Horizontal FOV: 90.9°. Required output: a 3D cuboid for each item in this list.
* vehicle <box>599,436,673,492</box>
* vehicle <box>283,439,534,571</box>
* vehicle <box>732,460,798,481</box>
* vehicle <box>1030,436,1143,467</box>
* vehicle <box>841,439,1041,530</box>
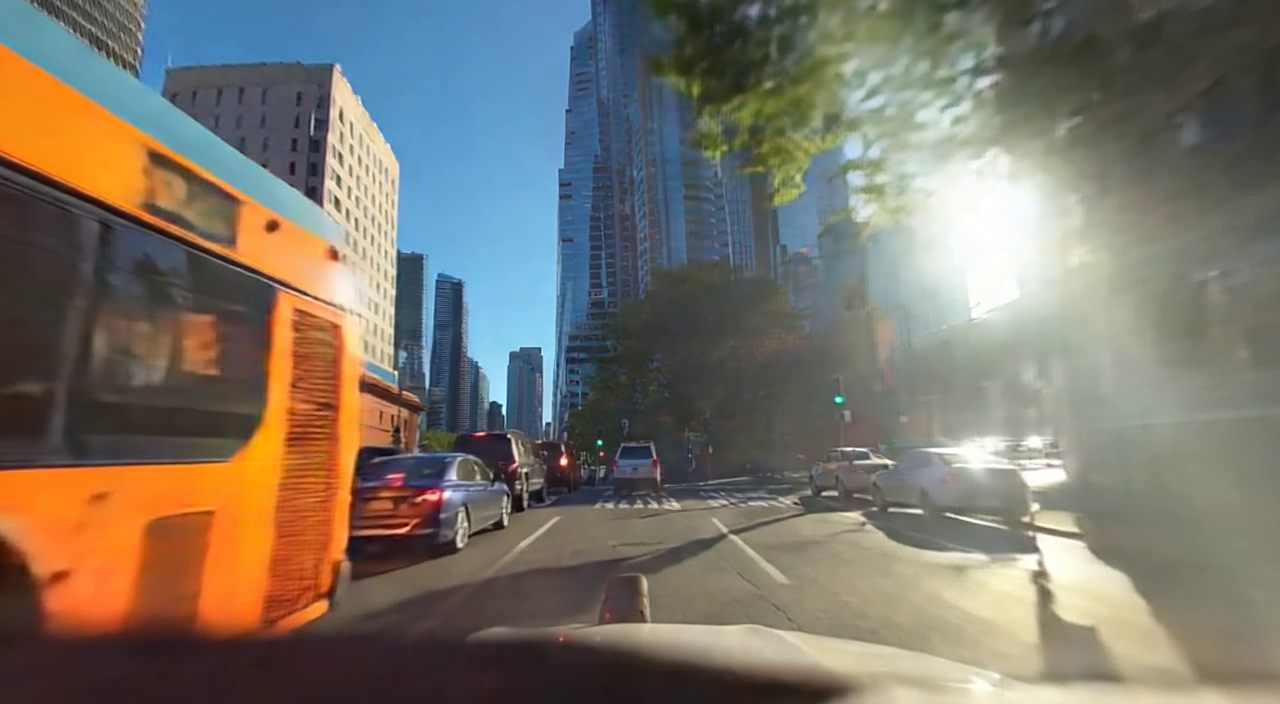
[{"bbox_3d":[-0.023,3.901,22.385,2.328,1.746,5.072,-1,-9,3],"label":"vehicle"},{"bbox_3d":[-2.973,2.050,9.335,1.930,1.450,4.497,0,-8,1],"label":"vehicle"},{"bbox_3d":[9.839,9.355,49.801,4.766,1.502,1.891,-2,-11,-1],"label":"vehicle"},{"bbox_3d":[23.755,5.298,33.669,4.598,1.519,1.994,0,-9,-5],"label":"vehicle"},{"bbox_3d":[5.908,2.624,13.156,1.919,1.529,4.558,0,-9,0],"label":"vehicle"}]
